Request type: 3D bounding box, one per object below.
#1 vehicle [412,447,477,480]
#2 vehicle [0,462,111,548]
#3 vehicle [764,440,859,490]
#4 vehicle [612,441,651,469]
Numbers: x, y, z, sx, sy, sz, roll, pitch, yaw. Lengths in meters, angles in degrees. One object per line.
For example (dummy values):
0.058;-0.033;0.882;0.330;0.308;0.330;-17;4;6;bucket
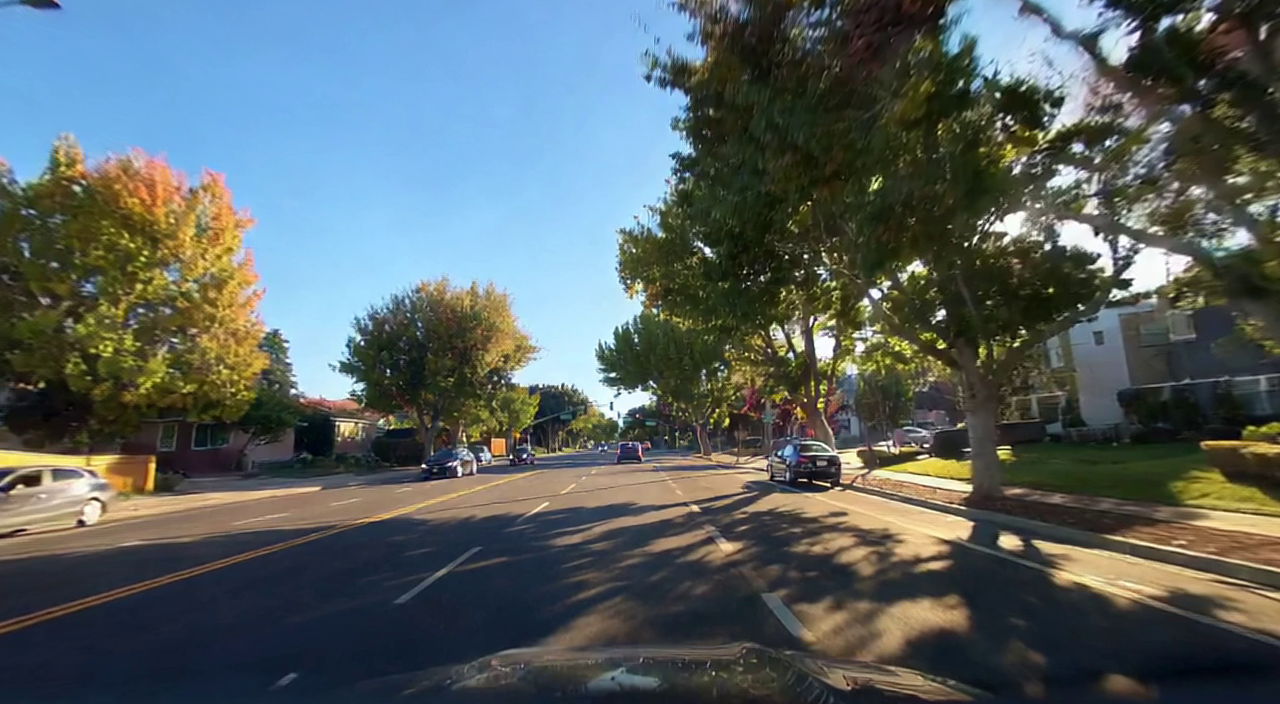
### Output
-9.911;5.683;32.377;1.992;1.547;4.292;0;-9;0;vehicle
-12.652;2.858;11.488;1.926;1.543;4.959;-4;-10;-2;vehicle
5.716;3.819;21.656;1.926;1.555;4.106;1;-9;-3;vehicle
-0.498;5.830;35.801;2.104;1.462;3.991;0;-9;-1;vehicle
